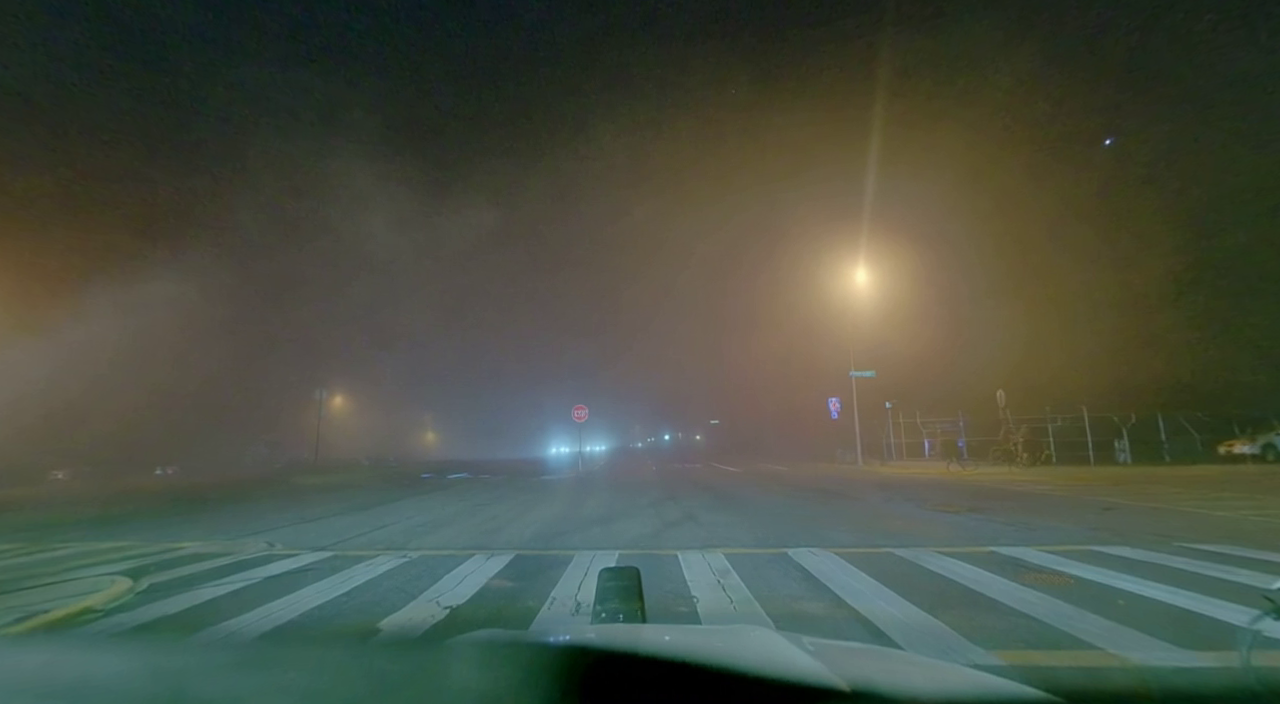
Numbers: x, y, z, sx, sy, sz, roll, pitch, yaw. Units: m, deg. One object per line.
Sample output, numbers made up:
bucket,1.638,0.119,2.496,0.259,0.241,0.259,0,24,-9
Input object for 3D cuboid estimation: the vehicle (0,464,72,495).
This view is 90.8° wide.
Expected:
vehicle,-33.091,6.675,33.200,4.546,1.468,1.901,0,-9,0

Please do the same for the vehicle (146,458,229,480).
vehicle,-33.675,8.699,47.094,4.569,1.558,1.903,0,-9,-5

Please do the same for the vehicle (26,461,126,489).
vehicle,-34.114,7.423,38.281,4.210,1.528,1.932,0,-9,0
